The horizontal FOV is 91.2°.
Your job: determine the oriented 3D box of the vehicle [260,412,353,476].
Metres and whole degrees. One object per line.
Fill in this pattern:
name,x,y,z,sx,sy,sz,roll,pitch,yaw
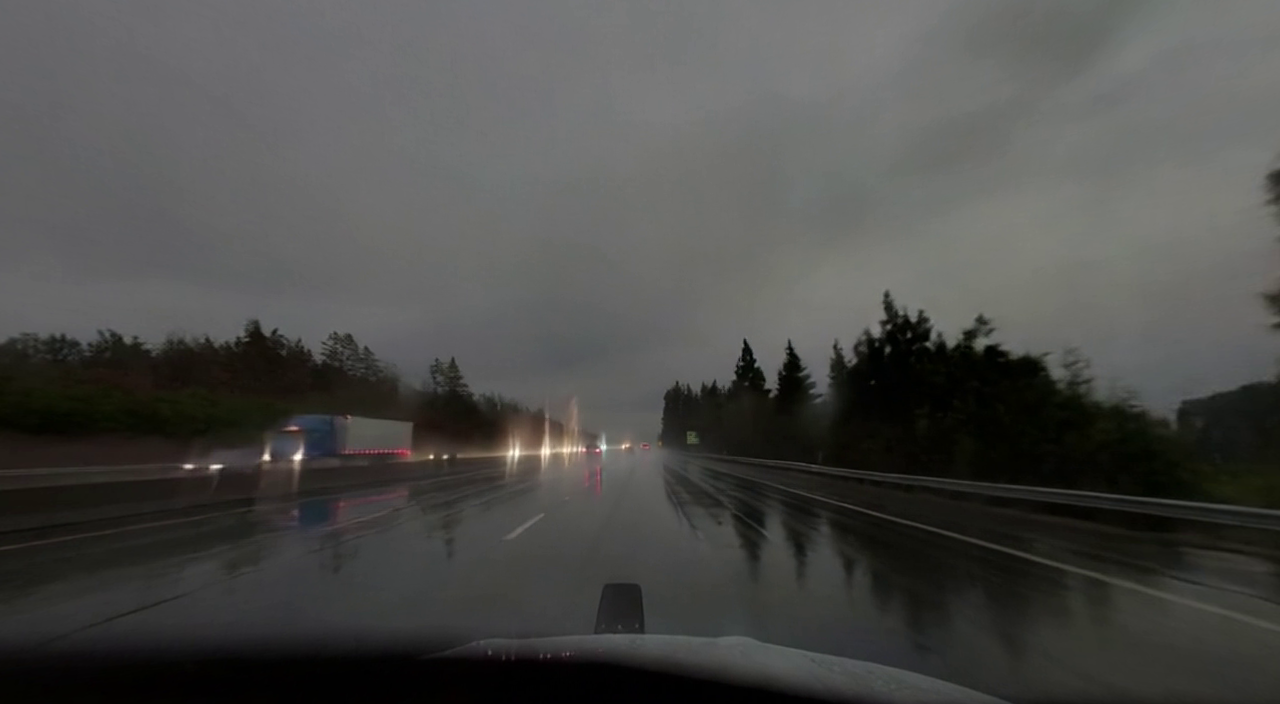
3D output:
vehicle,-23.270,6.513,44.201,2.995,4.155,6.089,1,-9,0

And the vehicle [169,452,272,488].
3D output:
vehicle,-19.034,5.344,28.689,1.811,1.483,4.111,0,-9,1
